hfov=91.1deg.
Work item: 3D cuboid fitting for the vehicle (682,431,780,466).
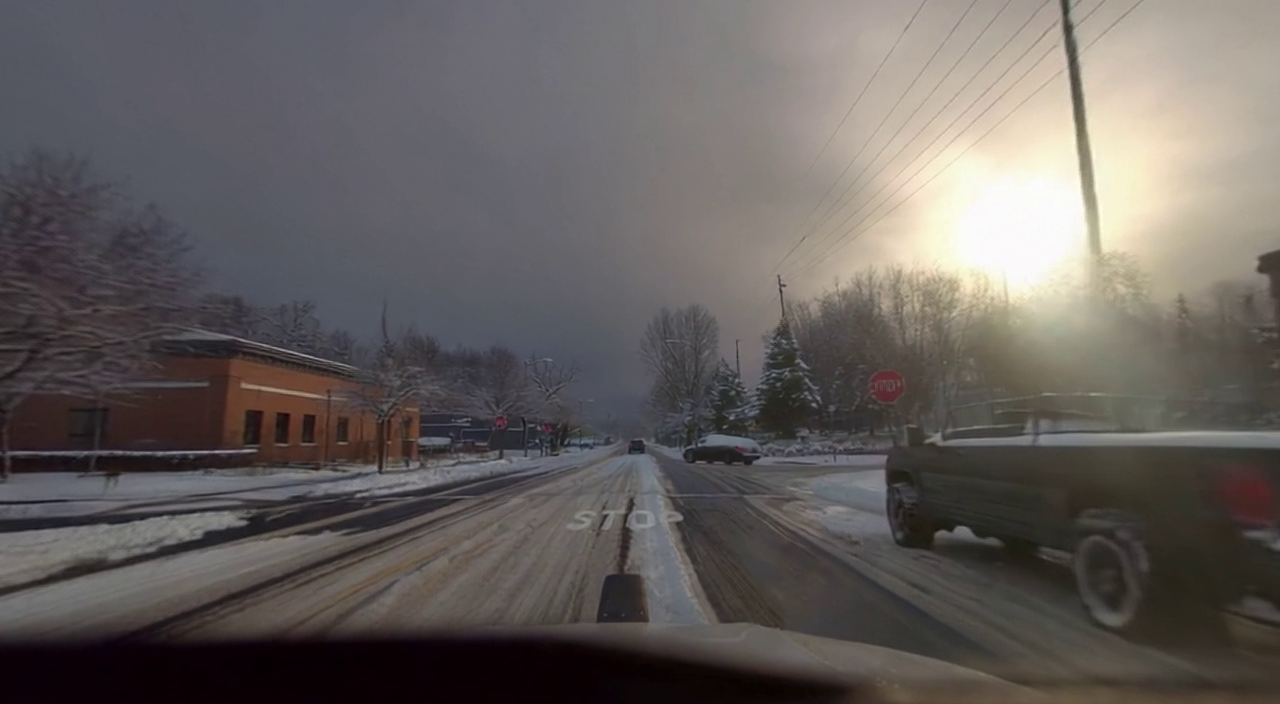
[{"bbox_3d":[4.883,5.222,34.104,4.791,1.733,2.139,-6,-10,35],"label":"vehicle"}]

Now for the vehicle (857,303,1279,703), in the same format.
[{"bbox_3d":[4.124,1.172,5.685,2.226,1.986,5.786,0,-8,0],"label":"vehicle"}]
